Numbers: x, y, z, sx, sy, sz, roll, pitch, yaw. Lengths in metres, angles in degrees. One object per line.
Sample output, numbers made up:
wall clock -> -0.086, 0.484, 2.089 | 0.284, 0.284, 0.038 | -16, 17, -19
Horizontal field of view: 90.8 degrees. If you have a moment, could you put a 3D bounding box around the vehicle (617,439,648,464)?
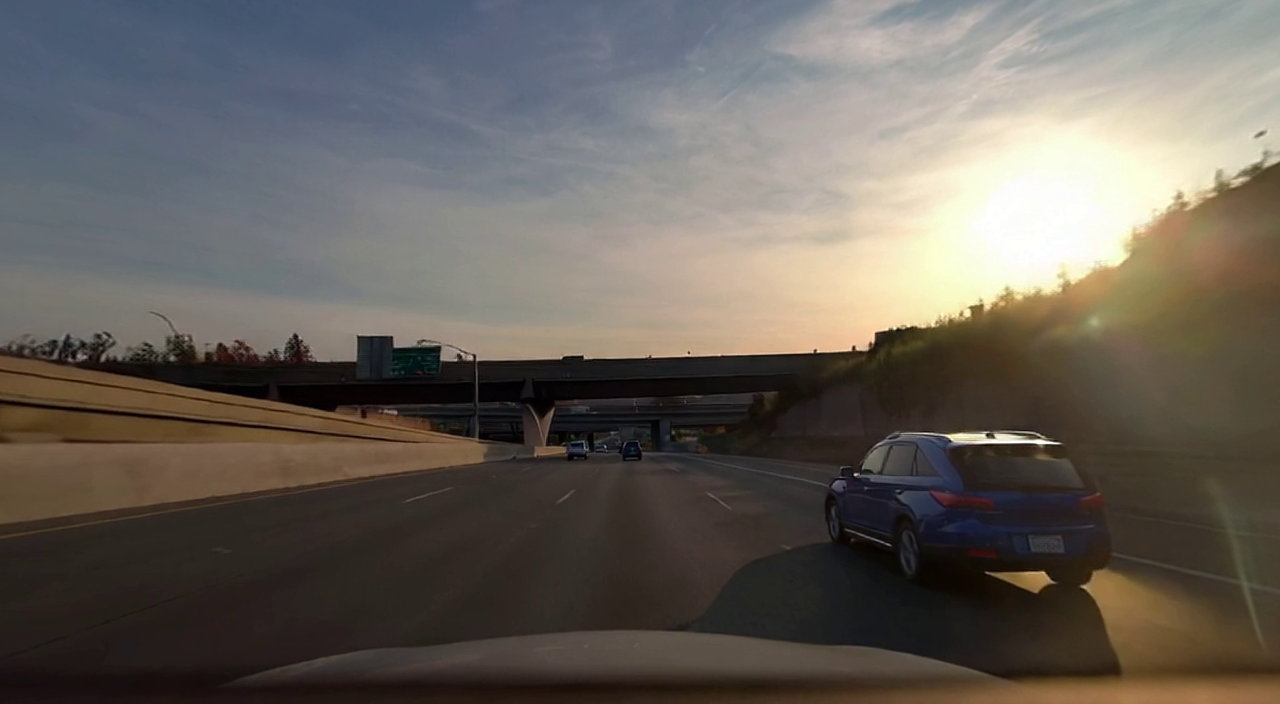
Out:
vehicle -> -0.589, 7.141, 45.481 | 2.132, 1.657, 3.967 | 0, -8, -2

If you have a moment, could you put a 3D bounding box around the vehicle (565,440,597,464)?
vehicle -> -4.361, 7.449, 47.131 | 2.000, 1.646, 4.201 | 0, -8, -1
